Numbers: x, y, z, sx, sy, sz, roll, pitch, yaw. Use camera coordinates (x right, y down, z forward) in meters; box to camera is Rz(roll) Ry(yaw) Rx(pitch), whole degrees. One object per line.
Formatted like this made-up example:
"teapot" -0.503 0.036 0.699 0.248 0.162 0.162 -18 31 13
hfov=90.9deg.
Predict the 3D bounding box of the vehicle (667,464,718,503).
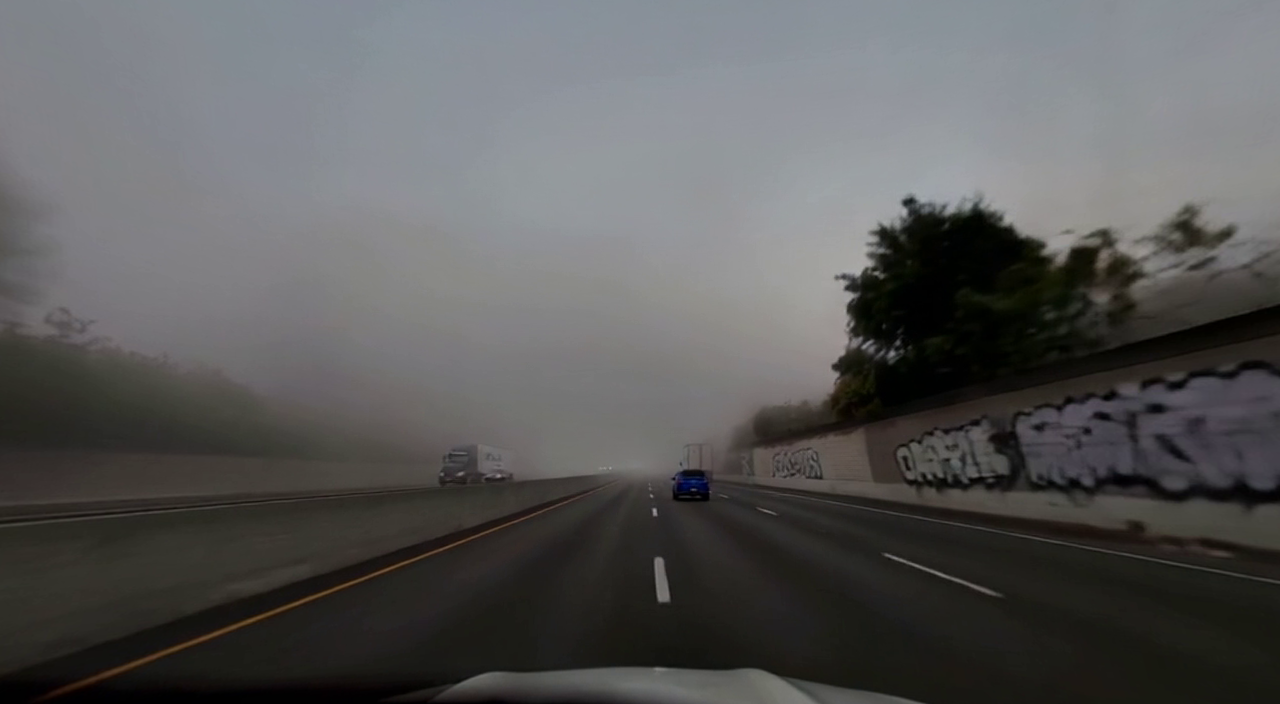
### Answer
"vehicle" 2.302 5.865 28.373 2.011 1.574 3.512 2 -10 1
